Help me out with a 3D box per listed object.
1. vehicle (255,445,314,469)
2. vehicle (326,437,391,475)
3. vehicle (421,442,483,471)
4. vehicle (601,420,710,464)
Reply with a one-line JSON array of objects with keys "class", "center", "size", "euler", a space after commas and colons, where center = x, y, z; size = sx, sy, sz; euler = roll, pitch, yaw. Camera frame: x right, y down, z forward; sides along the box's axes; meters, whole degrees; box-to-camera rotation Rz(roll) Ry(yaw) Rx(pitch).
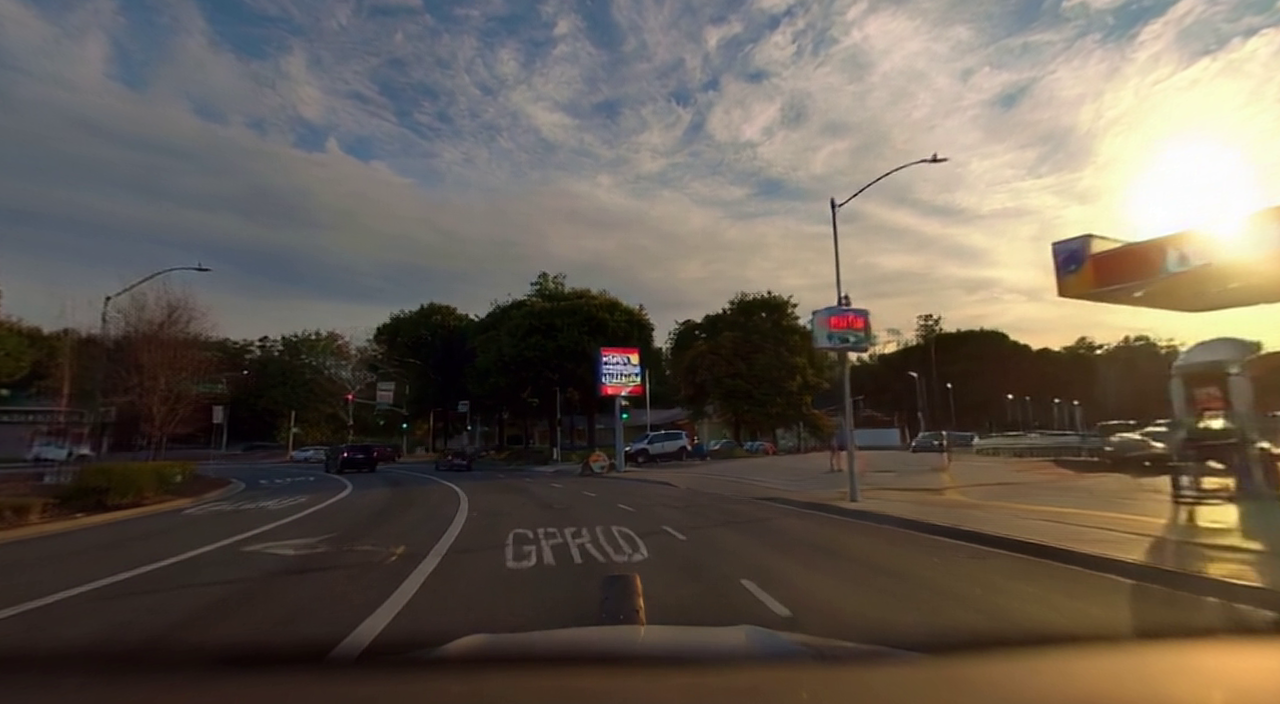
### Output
[{"class": "vehicle", "center": [-26.346, 7.750, 46.648], "size": [4.546, 1.650, 1.940], "euler": [-6, -11, 35]}, {"class": "vehicle", "center": [-16.338, 5.970, 36.404], "size": [2.254, 2.006, 4.766], "euler": [7, -11, -37]}, {"class": "vehicle", "center": [-12.783, 7.046, 42.658], "size": [2.202, 1.822, 4.826], "euler": [7, -11, -39]}, {"class": "vehicle", "center": [1.166, 6.851, 47.729], "size": [7.741, 3.106, 2.906], "euler": [-4, -10, 26]}]
